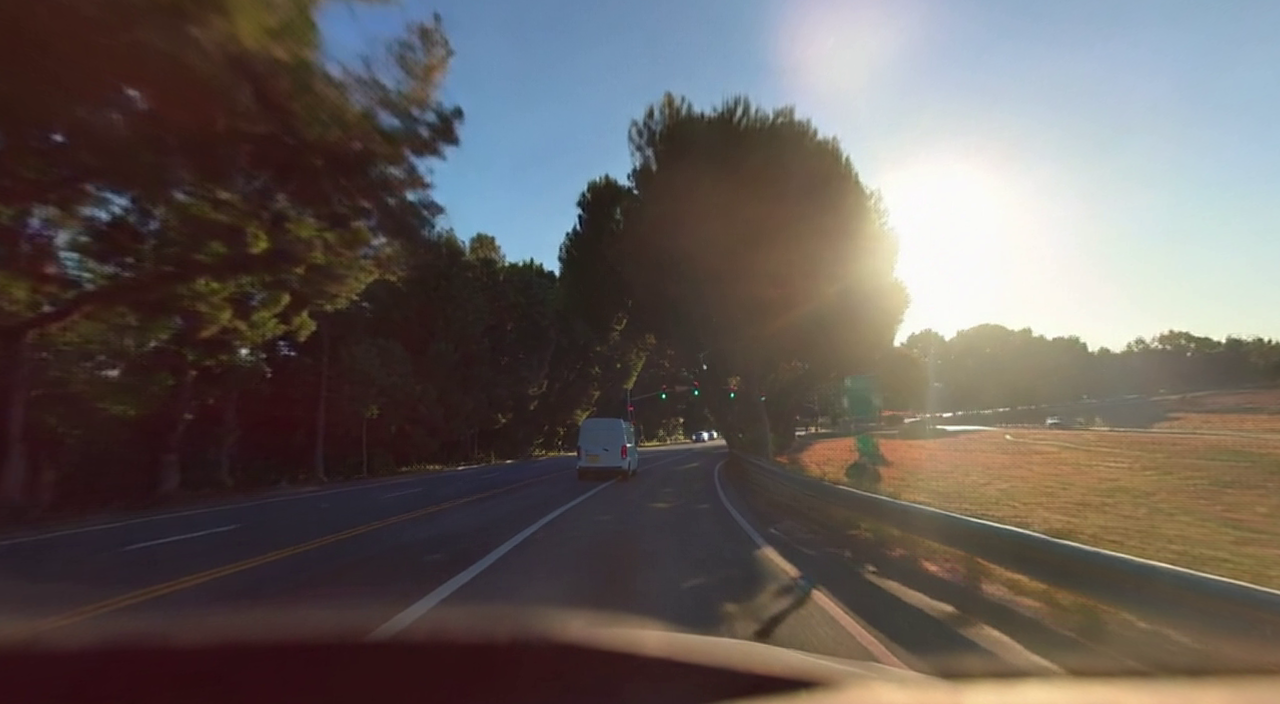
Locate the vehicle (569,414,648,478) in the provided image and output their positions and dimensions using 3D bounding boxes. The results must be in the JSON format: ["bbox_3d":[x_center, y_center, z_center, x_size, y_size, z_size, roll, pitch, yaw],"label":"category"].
[{"bbox_3d":[-1.042,3.590,24.243,2.362,2.185,5.212,0,-8,5],"label":"vehicle"}]
